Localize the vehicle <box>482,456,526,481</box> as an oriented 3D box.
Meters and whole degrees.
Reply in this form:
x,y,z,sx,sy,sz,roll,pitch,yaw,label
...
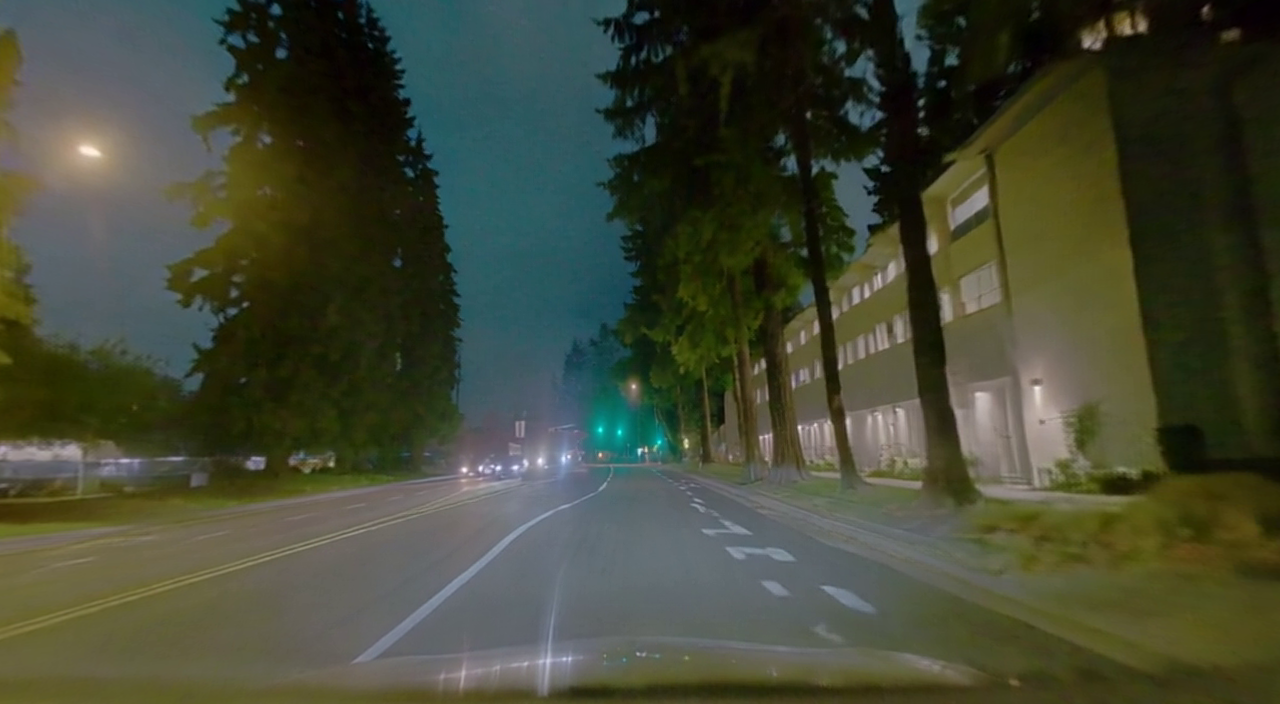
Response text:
x,y,z,sx,sy,sz,roll,pitch,yaw,label
-9.163,7.851,42.762,2.050,1.486,4.512,0,-9,-2,vehicle
